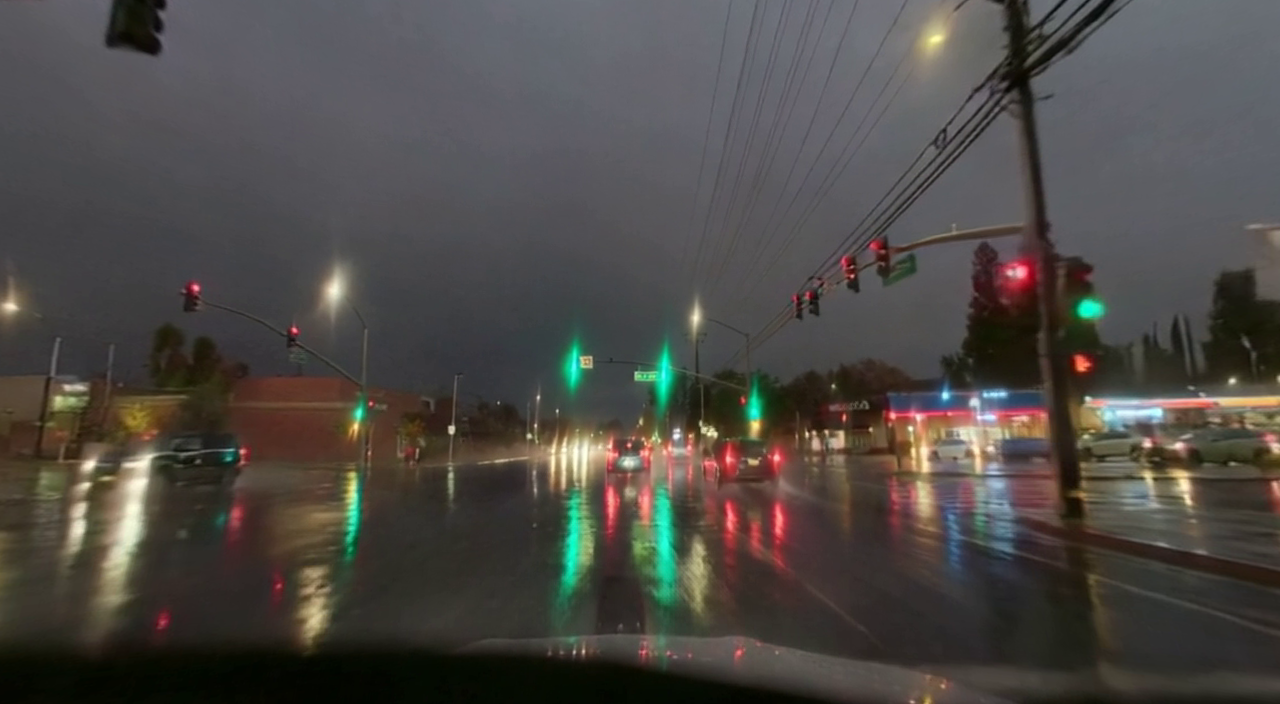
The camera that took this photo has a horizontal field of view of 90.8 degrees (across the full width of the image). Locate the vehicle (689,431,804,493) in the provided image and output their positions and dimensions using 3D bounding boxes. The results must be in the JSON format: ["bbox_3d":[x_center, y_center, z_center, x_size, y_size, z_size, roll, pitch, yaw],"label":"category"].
[{"bbox_3d":[2.723,2.964,17.413,2.208,1.436,4.542,0,-8,-3],"label":"vehicle"}]

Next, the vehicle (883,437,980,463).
[{"bbox_3d":[16.984,5.720,36.968,4.749,1.465,1.938,0,-8,-3],"label":"vehicle"}]

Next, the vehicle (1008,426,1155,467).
[{"bbox_3d":[17.389,3.749,25.015,4.436,1.503,1.844,0,-8,-2],"label":"vehicle"}]

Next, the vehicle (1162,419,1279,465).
[{"bbox_3d":[24.198,3.611,25.436,4.661,1.722,1.895,0,-8,-2],"label":"vehicle"}]

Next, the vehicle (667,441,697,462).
[{"bbox_3d":[3.170,7.651,48.691,1.971,1.477,4.121,0,-8,-1],"label":"vehicle"}]

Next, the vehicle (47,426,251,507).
[{"bbox_3d":[-14.339,3.346,18.955,2.233,2.072,4.813,0,-8,-1],"label":"vehicle"}]

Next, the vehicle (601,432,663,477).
[{"bbox_3d":[-0.287,3.721,23.097,2.065,1.484,3.894,0,-8,-1],"label":"vehicle"}]
